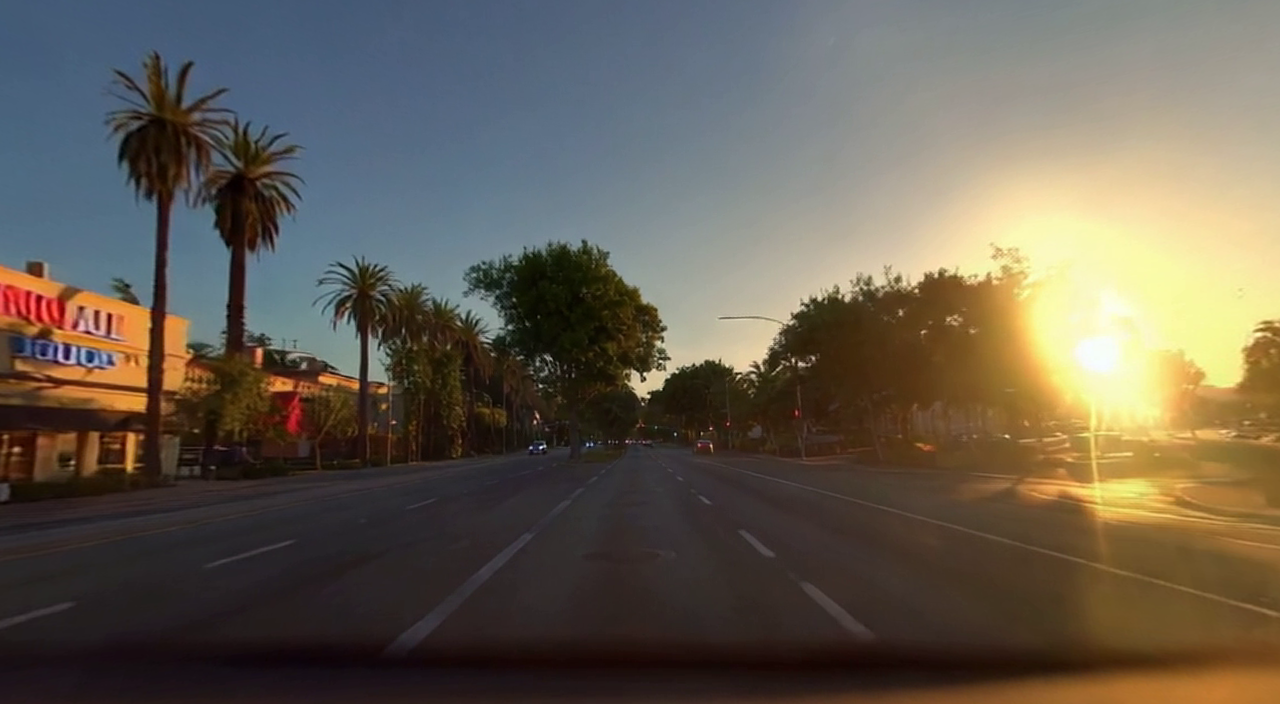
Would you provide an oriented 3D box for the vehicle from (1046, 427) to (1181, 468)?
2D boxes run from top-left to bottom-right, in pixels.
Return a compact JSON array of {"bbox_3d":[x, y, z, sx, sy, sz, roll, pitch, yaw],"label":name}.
[{"bbox_3d":[21.534,4.357,28.871,4.620,1.475,1.904,-3,-8,-3],"label":"vehicle"}]
